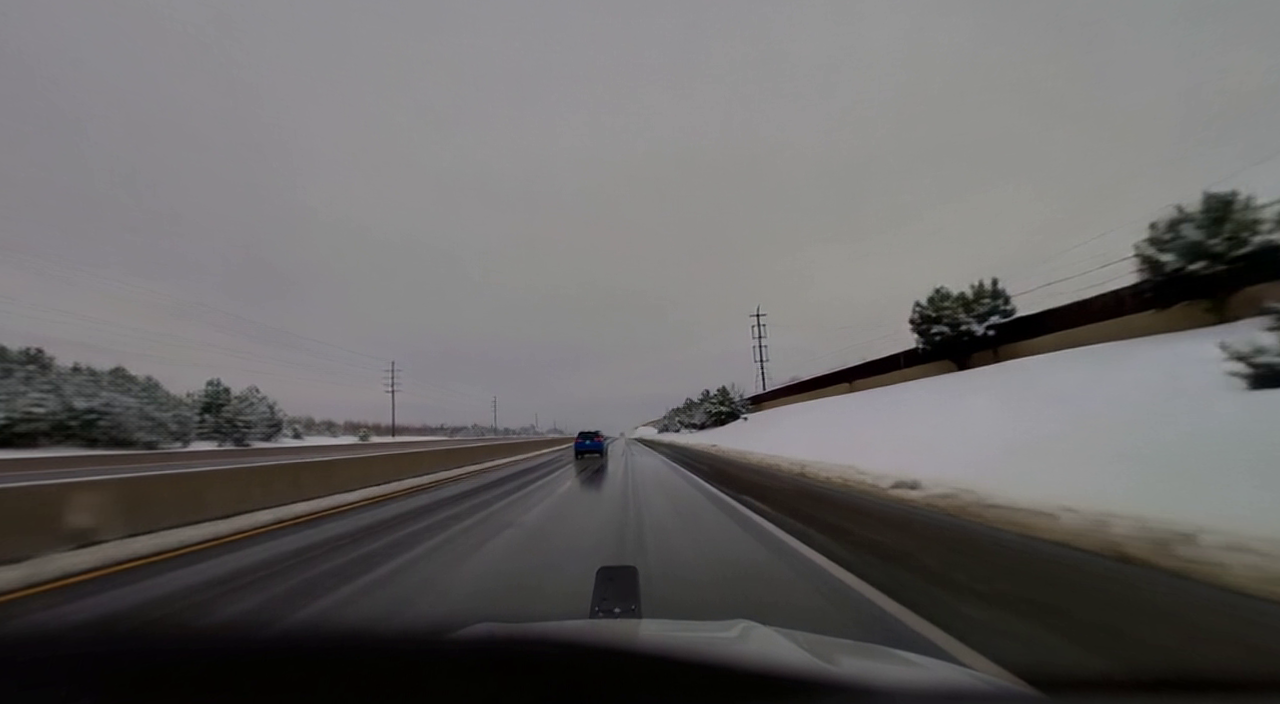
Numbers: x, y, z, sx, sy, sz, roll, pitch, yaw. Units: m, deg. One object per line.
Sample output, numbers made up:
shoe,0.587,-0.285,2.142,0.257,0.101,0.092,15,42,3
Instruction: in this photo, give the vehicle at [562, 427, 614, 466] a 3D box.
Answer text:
vehicle,-2.163,4.081,27.264,1.999,1.536,3.969,0,-8,-1
